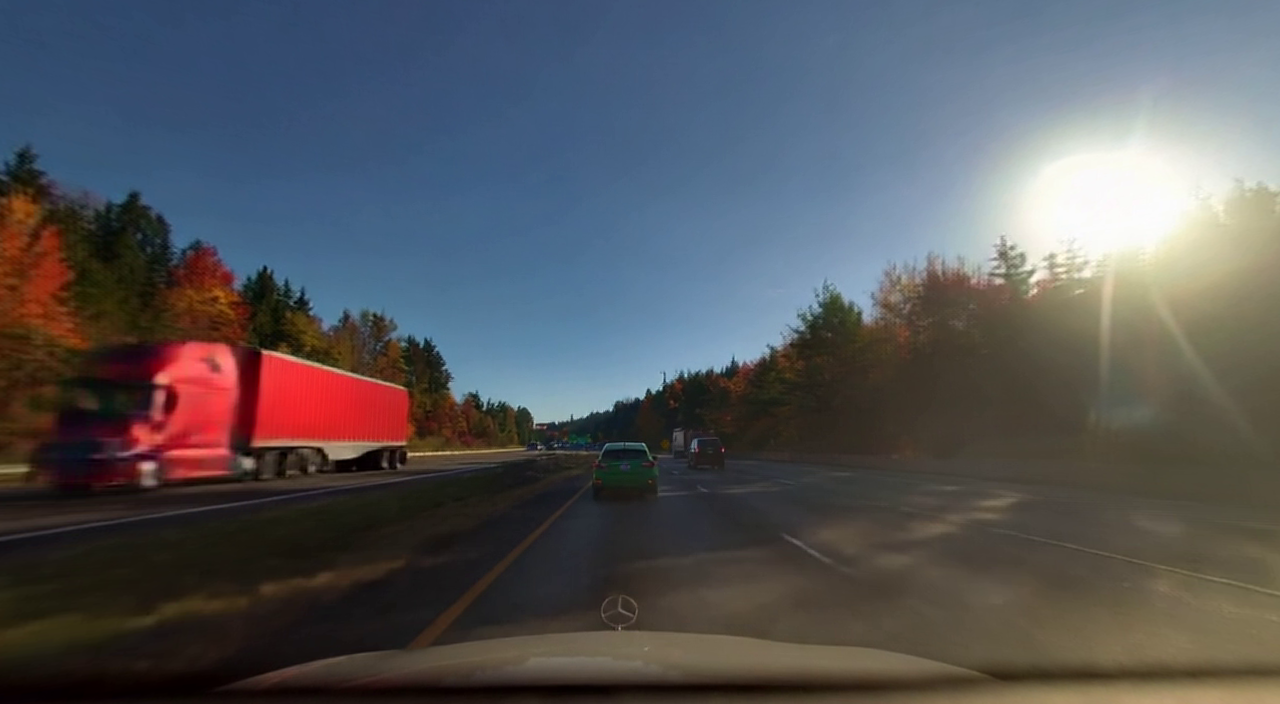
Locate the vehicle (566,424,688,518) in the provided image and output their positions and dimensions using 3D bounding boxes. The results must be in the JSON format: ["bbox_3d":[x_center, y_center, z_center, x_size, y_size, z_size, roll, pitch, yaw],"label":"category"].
[{"bbox_3d":[-0.257,2.521,13.715,2.259,1.699,4.015,0,-9,0],"label":"vehicle"}]

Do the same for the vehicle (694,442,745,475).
[{"bbox_3d":[3.872,5.242,31.067,1.894,1.487,3.751,0,-9,-2],"label":"vehicle"}]

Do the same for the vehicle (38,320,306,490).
[{"bbox_3d":[-13.050,1.703,18.373,3.271,4.196,5.696,0,-9,-1],"label":"vehicle"}]
